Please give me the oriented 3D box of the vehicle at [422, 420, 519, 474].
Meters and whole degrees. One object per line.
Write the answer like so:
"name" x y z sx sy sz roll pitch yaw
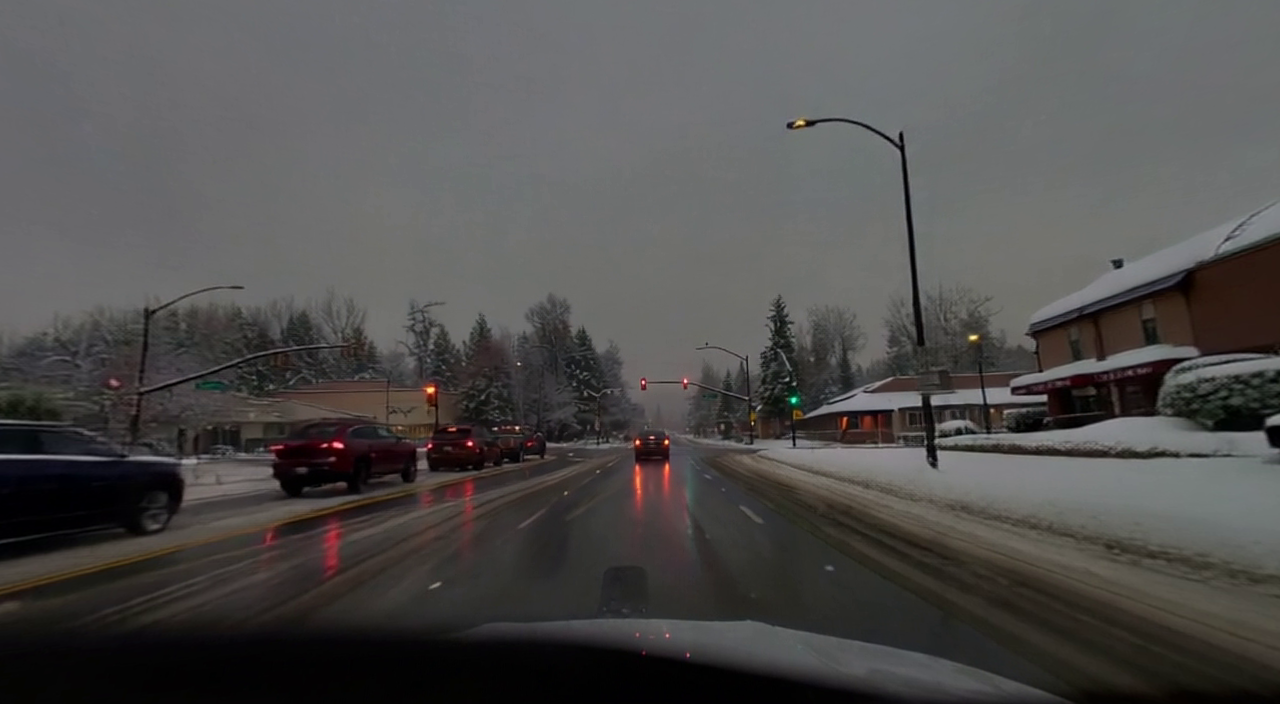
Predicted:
"vehicle" -6.391 3.680 24.476 2.111 1.864 4.932 -1 -8 4

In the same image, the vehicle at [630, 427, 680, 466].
"vehicle" 0.753 4.473 29.864 2.197 1.682 3.642 0 -8 3

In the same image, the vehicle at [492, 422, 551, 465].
"vehicle" -6.121 4.801 33.181 2.316 2.014 5.215 0 -8 -3

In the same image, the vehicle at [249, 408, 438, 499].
"vehicle" -6.778 2.414 15.199 1.951 1.809 4.917 0 -8 3

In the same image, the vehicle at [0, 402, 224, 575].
"vehicle" -7.172 1.419 6.798 2.121 1.630 4.642 0 -8 1
